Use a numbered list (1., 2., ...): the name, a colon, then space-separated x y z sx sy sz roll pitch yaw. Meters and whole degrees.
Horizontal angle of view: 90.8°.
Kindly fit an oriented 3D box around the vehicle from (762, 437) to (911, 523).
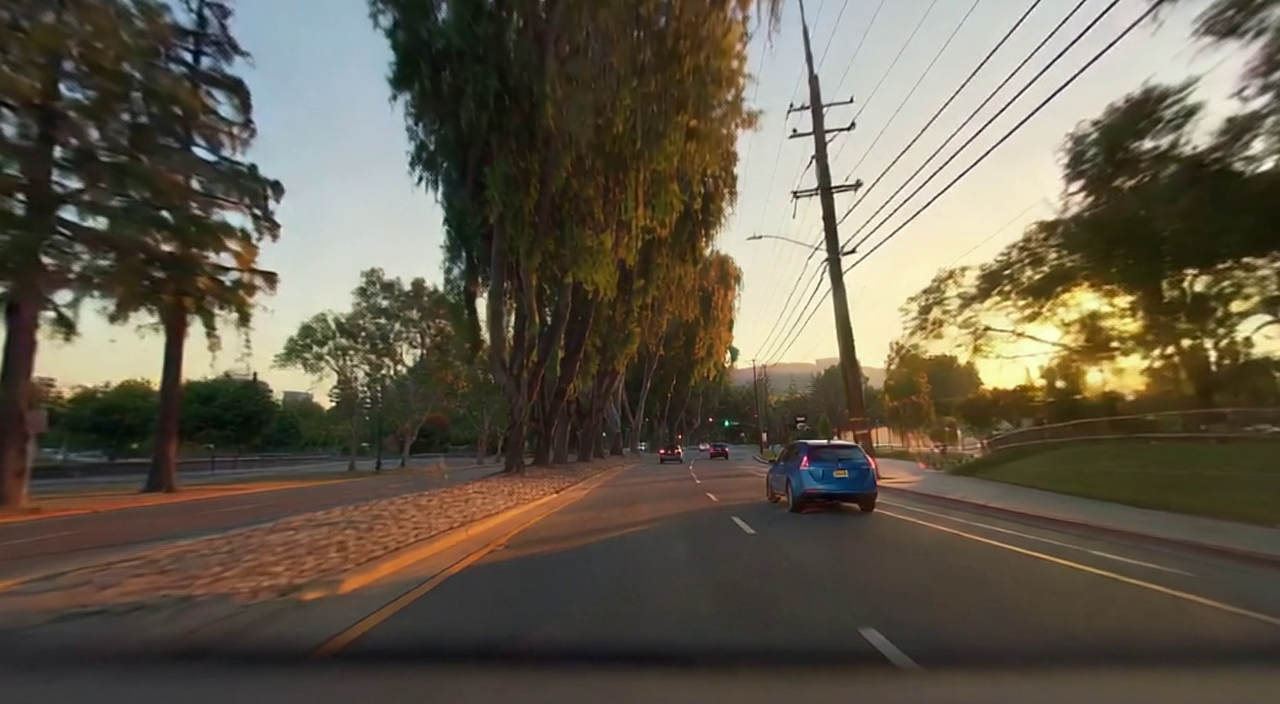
1. vehicle: 3.990 2.676 13.687 1.881 1.512 4.294 -1 -9 1
